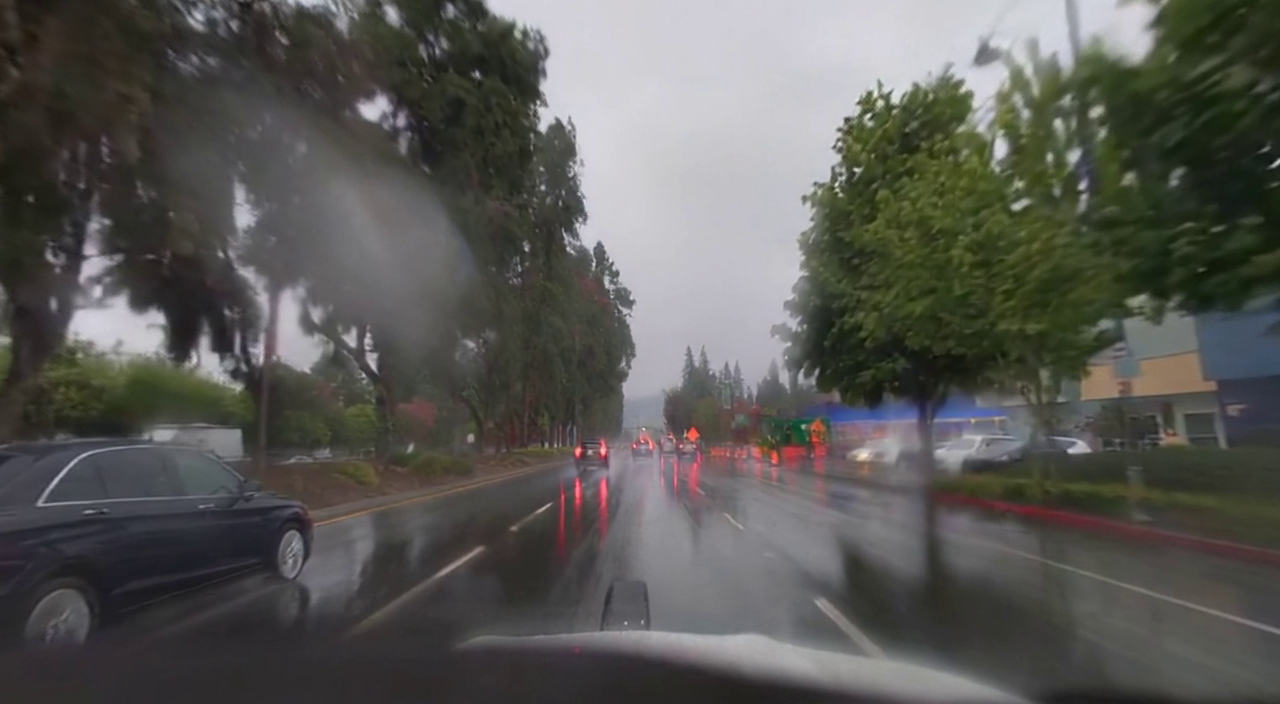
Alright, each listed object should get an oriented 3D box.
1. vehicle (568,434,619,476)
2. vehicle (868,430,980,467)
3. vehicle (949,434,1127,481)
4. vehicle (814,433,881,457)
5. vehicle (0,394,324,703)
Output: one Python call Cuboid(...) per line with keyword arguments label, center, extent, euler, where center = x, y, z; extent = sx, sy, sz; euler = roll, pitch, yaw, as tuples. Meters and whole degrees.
Cuboid(label="vehicle", center=(-2.054, 4.508, 27.738), extent=(2.038, 1.682, 4.399), euler=(1, -8, -5))
Cuboid(label="vehicle", center=(13.956, 4.737, 31.106), extent=(4.804, 1.695, 2.055), euler=(-4, -9, 26))
Cuboid(label="vehicle", center=(13.453, 3.577, 21.705), extent=(4.835, 1.458, 1.934), euler=(-3, -9, 23))
Cuboid(label="vehicle", center=(15.871, 7.126, 48.348), extent=(1.874, 1.694, 4.535), euler=(7, -11, -39))
Cuboid(label="vehicle", center=(-3.937, 1.125, 3.999), extent=(1.856, 1.540, 3.733), euler=(0, -8, 1))
